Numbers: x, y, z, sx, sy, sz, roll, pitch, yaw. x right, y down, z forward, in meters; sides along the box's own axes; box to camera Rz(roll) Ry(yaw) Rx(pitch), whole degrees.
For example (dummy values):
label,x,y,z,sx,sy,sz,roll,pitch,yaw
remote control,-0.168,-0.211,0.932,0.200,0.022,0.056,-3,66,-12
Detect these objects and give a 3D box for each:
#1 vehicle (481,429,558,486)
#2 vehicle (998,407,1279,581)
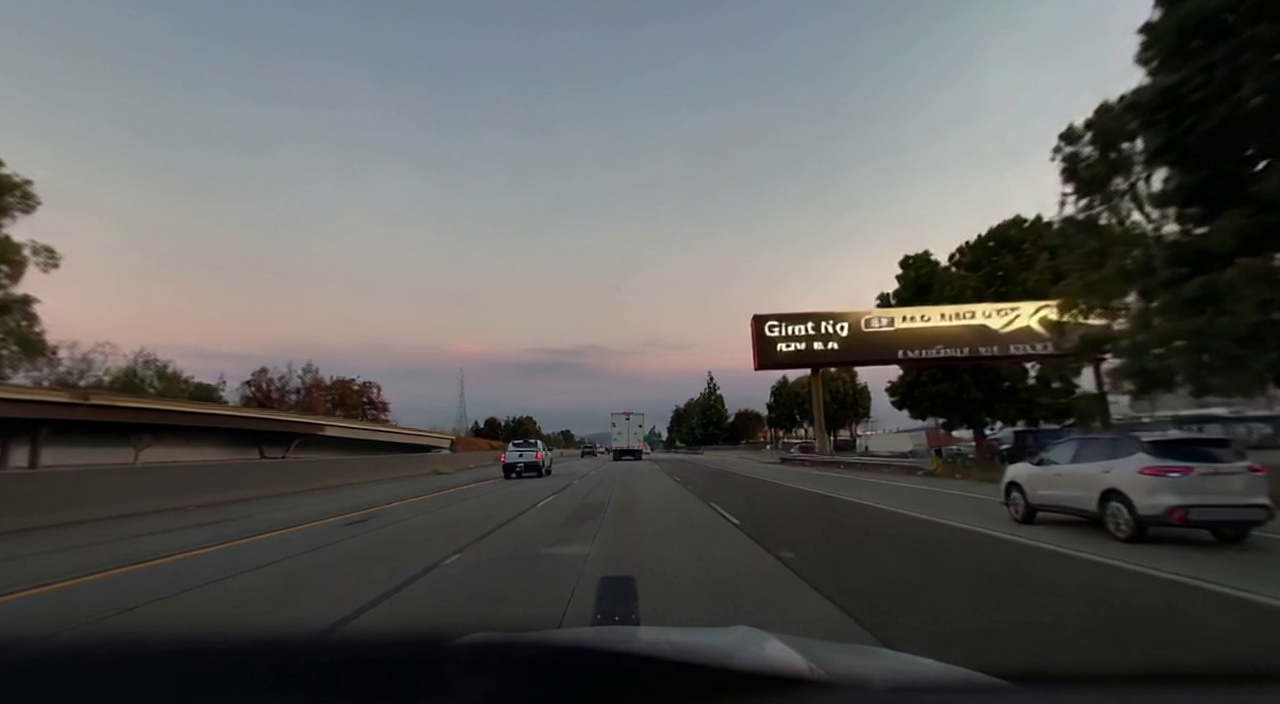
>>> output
label,x,y,z,sx,sy,sz,roll,pitch,yaw
vehicle,-4.460,4.006,24.196,2.095,1.930,4.680,0,-9,-1
vehicle,6.956,1.697,8.320,1.928,1.686,4.182,0,-9,-1
